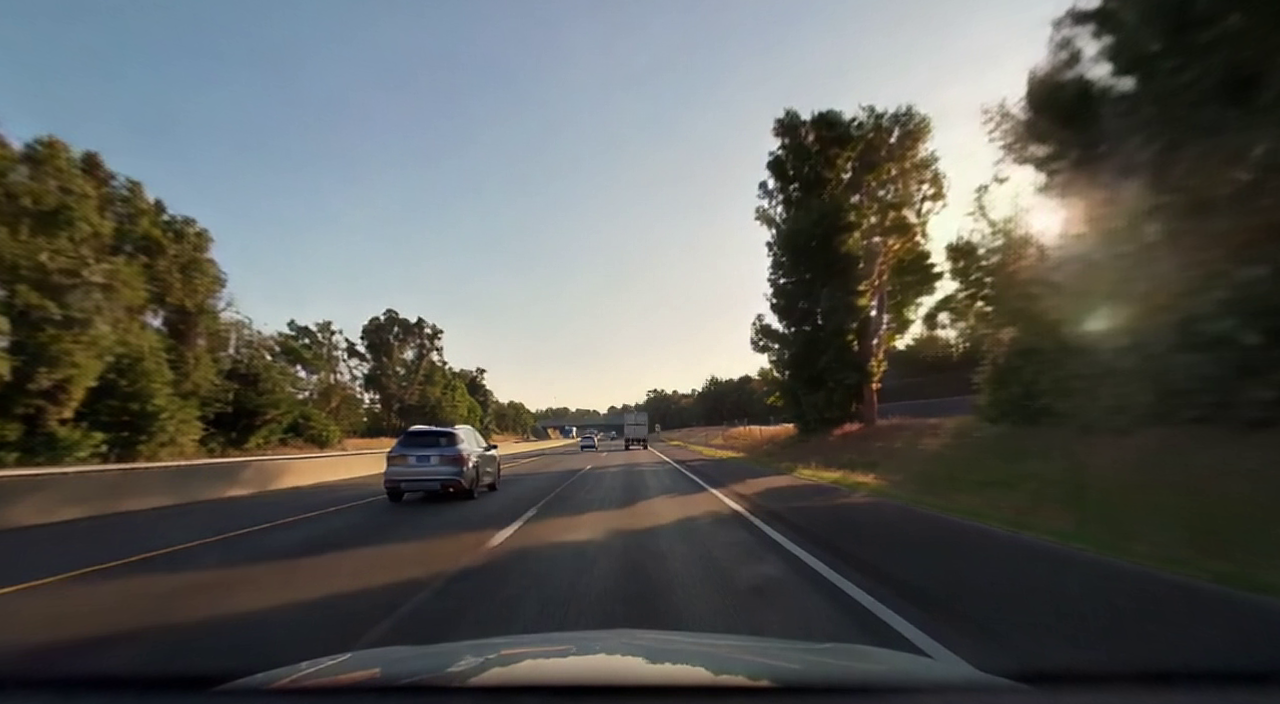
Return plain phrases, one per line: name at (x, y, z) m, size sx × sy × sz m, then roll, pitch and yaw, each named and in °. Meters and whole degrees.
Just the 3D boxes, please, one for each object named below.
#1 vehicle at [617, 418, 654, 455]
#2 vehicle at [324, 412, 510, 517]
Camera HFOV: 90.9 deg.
vehicle at (-0.359, 6.208, 46.413) m, size 2.526 × 2.531 × 5.026 m, roll 0°, pitch -8°, yaw -1°
vehicle at (-3.986, 2.069, 12.204) m, size 2.045 × 1.655 × 4.301 m, roll 0°, pitch -8°, yaw 0°
